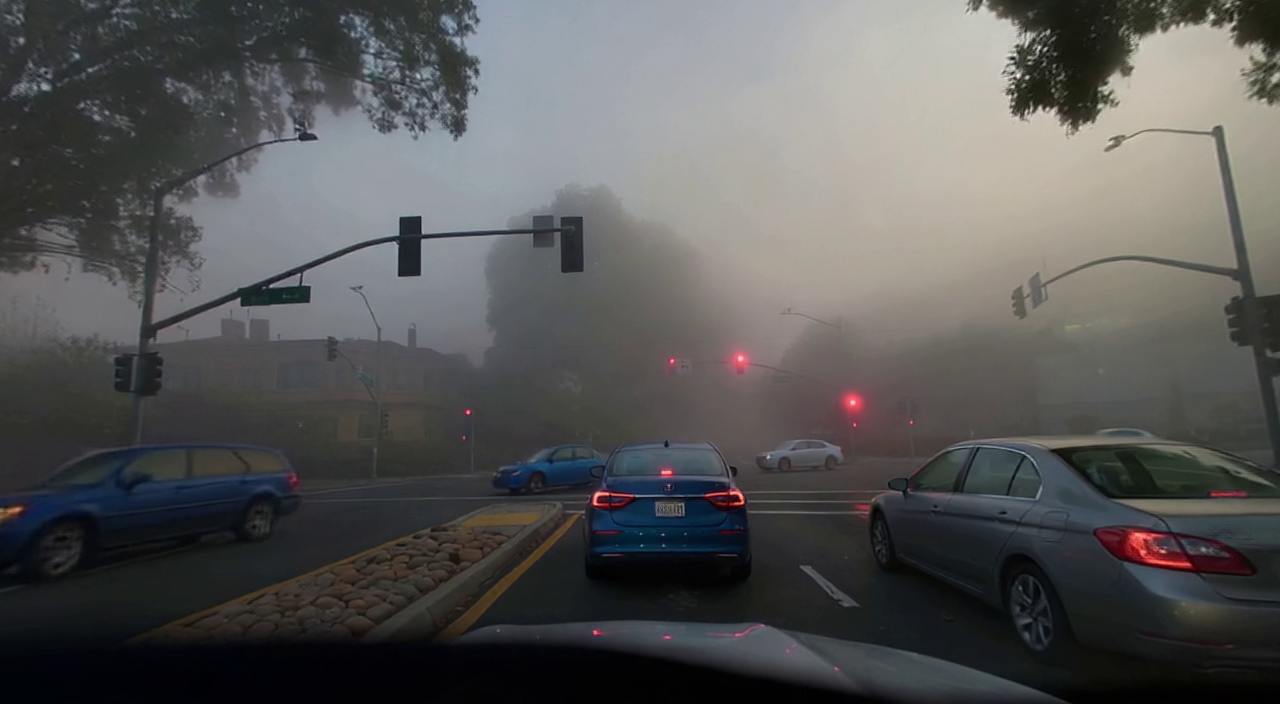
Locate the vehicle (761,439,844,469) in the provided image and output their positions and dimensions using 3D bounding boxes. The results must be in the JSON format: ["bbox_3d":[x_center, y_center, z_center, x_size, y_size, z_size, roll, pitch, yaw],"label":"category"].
[{"bbox_3d":[9.487,5.967,37.113,4.240,1.615,1.936,-8,-12,43],"label":"vehicle"}]

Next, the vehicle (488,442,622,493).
[{"bbox_3d":[-2.718,3.758,21.025,1.854,1.490,4.229,-8,-11,40],"label":"vehicle"}]

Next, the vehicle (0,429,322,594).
[{"bbox_3d":[-7.439,2.145,9.532,1.988,1.799,4.789,-2,-9,13],"label":"vehicle"}]

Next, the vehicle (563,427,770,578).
[{"bbox_3d":[0.306,1.817,8.337,2.090,1.505,3.756,-1,-9,1],"label":"vehicle"}]

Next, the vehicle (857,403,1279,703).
[{"bbox_3d":[3.665,1.340,5.430,1.888,1.486,4.681,0,-9,-1],"label":"vehicle"}]
